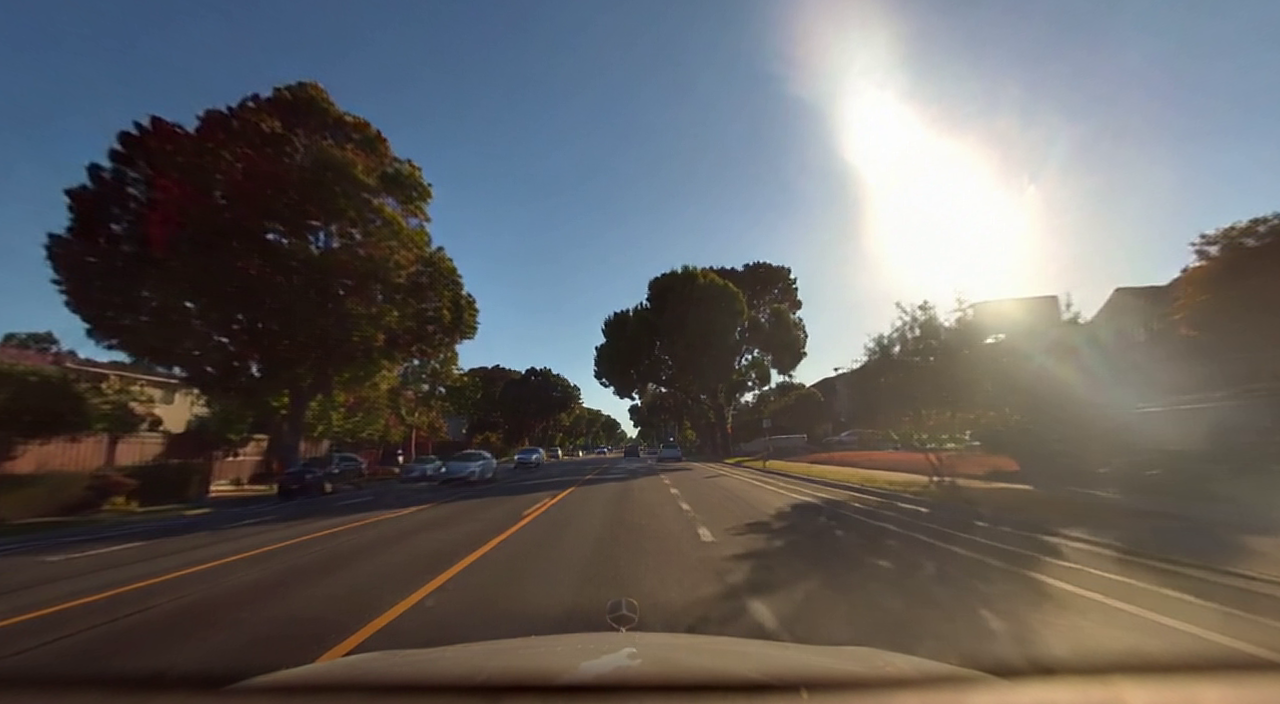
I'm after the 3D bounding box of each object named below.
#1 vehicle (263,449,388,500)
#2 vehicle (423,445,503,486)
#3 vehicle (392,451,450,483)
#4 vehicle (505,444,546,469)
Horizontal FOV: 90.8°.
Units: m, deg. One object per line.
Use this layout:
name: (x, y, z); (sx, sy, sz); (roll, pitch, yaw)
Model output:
vehicle: (-12.344, 4.832, 25.379); (2.094, 1.797, 5.655); (0, -9, 0)
vehicle: (-7.227, 4.658, 26.297); (2.004, 1.508, 4.525); (0, -9, 0)
vehicle: (-12.516, 6.590, 36.394); (1.969, 1.613, 4.129); (-3, -9, -1)
vehicle: (-8.253, 7.553, 46.006); (2.053, 1.713, 4.618); (0, -9, 1)
